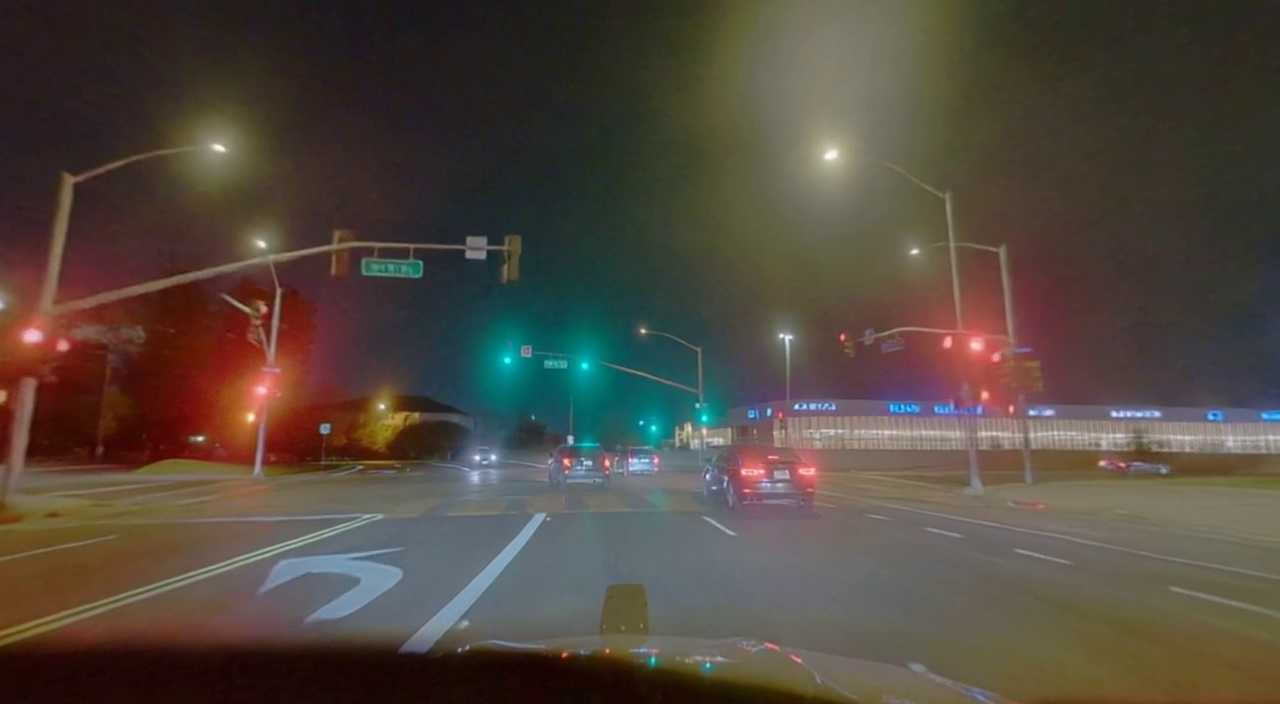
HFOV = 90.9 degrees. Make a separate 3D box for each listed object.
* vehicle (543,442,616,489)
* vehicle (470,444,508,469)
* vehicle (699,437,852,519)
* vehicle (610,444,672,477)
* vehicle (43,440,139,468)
[{"bbox_3d":[-2.361,4.124,23.324,2.308,1.535,4.811,1,-9,-10],"label":"vehicle"},{"bbox_3d":[-10.347,7.096,42.926,2.012,1.492,4.079,4,-8,-19],"label":"vehicle"},{"bbox_3d":[2.731,2.669,13.950,1.984,1.476,4.488,1,-9,-6],"label":"vehicle"},{"bbox_3d":[-0.065,5.357,31.477,1.957,1.463,4.701,2,-9,-15],"label":"vehicle"},{"bbox_3d":[-32.727,6.070,37.696,3.796,1.595,1.808,3,-9,-19],"label":"vehicle"}]
